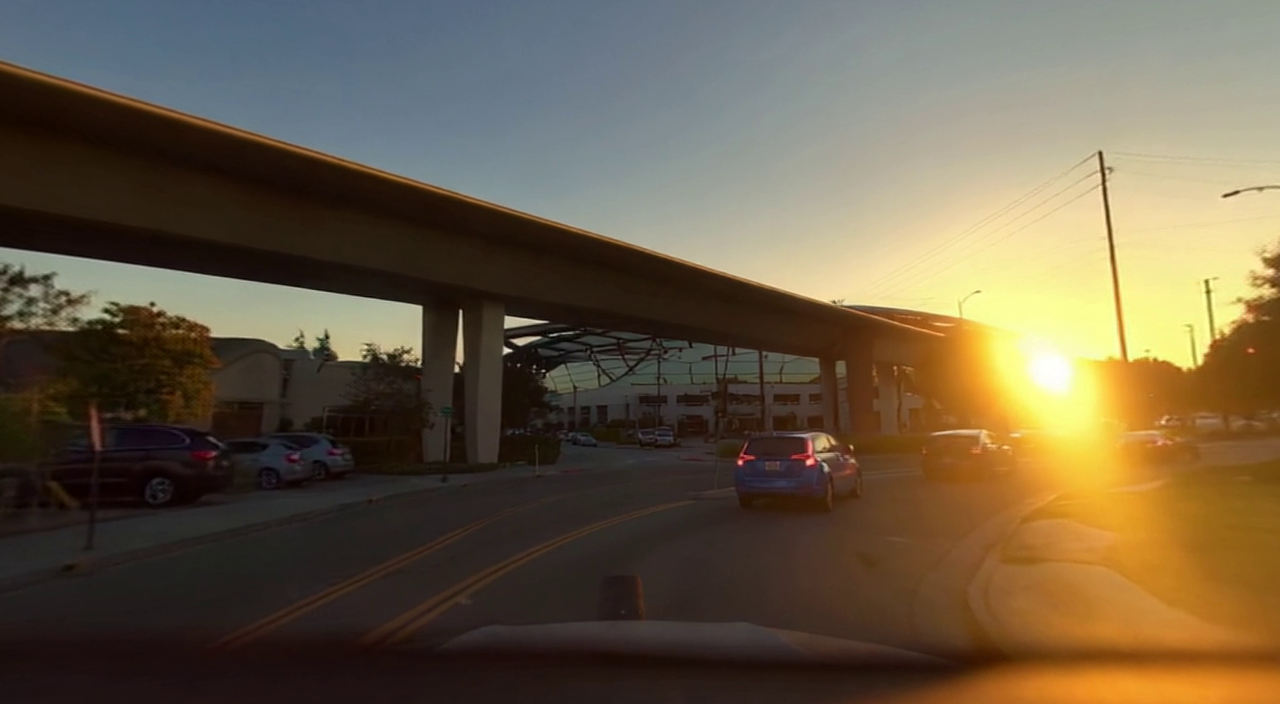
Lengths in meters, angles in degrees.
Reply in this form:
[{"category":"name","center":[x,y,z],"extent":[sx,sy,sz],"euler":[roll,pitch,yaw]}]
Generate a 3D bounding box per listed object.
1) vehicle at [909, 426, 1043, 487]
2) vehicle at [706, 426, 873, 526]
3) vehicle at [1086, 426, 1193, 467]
[{"category":"vehicle","center":[11.772,3.587,22.024],"extent":[4.771,1.885,2.241],"euler":[6,-11,-38]},{"category":"vehicle","center":[3.186,2.356,12.636],"extent":[2.087,1.578,4.652],"euler":[-5,-10,28]},{"category":"vehicle","center":[23.387,4.424,29.579],"extent":[4.310,1.762,1.995],"euler":[4,-9,-24]}]
